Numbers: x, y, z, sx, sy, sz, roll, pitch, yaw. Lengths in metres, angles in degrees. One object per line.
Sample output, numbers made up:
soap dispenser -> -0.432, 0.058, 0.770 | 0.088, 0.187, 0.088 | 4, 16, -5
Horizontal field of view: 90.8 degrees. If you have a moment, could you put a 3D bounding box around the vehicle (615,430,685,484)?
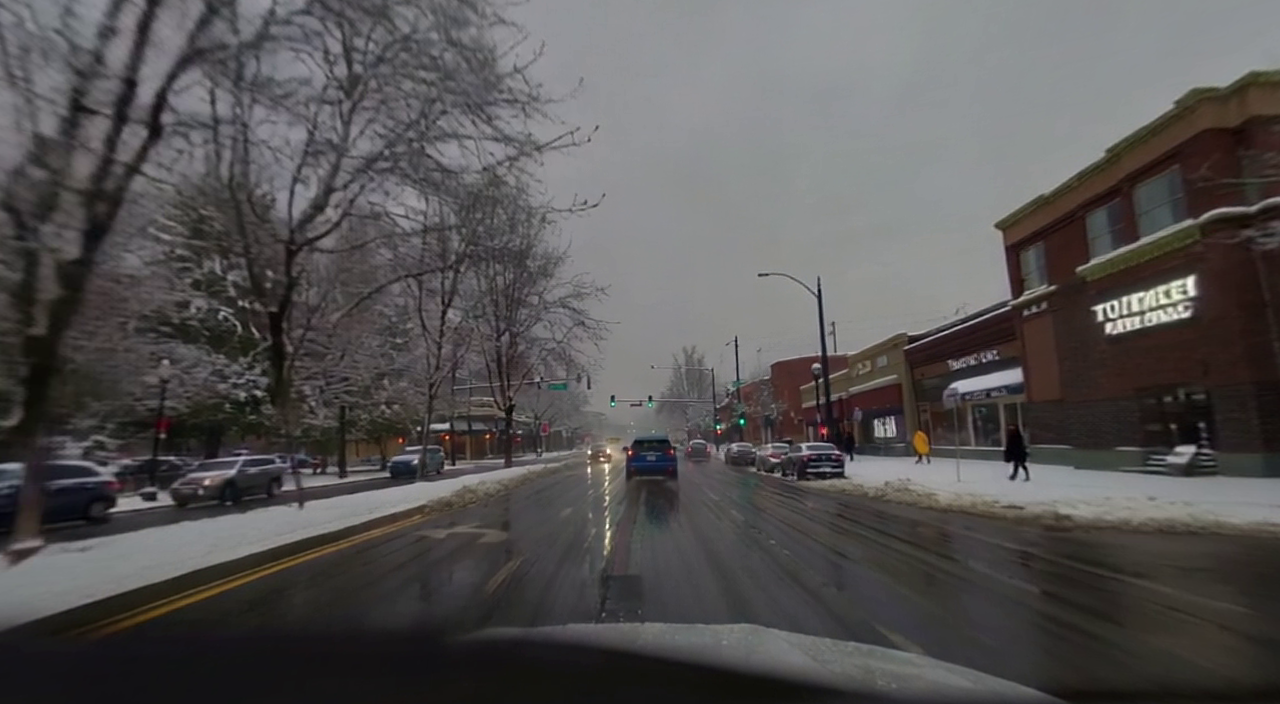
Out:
vehicle -> 0.343, 3.924, 23.856 | 2.382, 1.796, 4.610 | 0, -8, 0

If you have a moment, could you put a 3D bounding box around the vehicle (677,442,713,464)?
vehicle -> 3.854, 7.161, 44.780 | 2.209, 1.478, 4.138 | 0, -8, 0

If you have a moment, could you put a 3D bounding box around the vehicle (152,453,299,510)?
vehicle -> -13.690, 4.269, 21.277 | 1.934, 1.639, 4.387 | 0, -8, 0

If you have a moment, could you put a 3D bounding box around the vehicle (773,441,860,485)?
vehicle -> 6.542, 4.159, 23.993 | 2.048, 1.484, 4.709 | -1, -9, 2

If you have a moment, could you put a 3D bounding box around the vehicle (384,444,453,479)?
vehicle -> -13.321, 6.605, 38.444 | 2.197, 1.985, 5.183 | -1, -8, 2

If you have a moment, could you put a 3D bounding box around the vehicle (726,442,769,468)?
vehicle -> 6.872, 6.633, 40.867 | 1.986, 1.515, 4.265 | 0, -9, 0

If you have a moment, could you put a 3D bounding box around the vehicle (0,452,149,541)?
vehicle -> -13.712, 3.134, 13.913 | 2.148, 1.694, 4.561 | -3, -8, 0
